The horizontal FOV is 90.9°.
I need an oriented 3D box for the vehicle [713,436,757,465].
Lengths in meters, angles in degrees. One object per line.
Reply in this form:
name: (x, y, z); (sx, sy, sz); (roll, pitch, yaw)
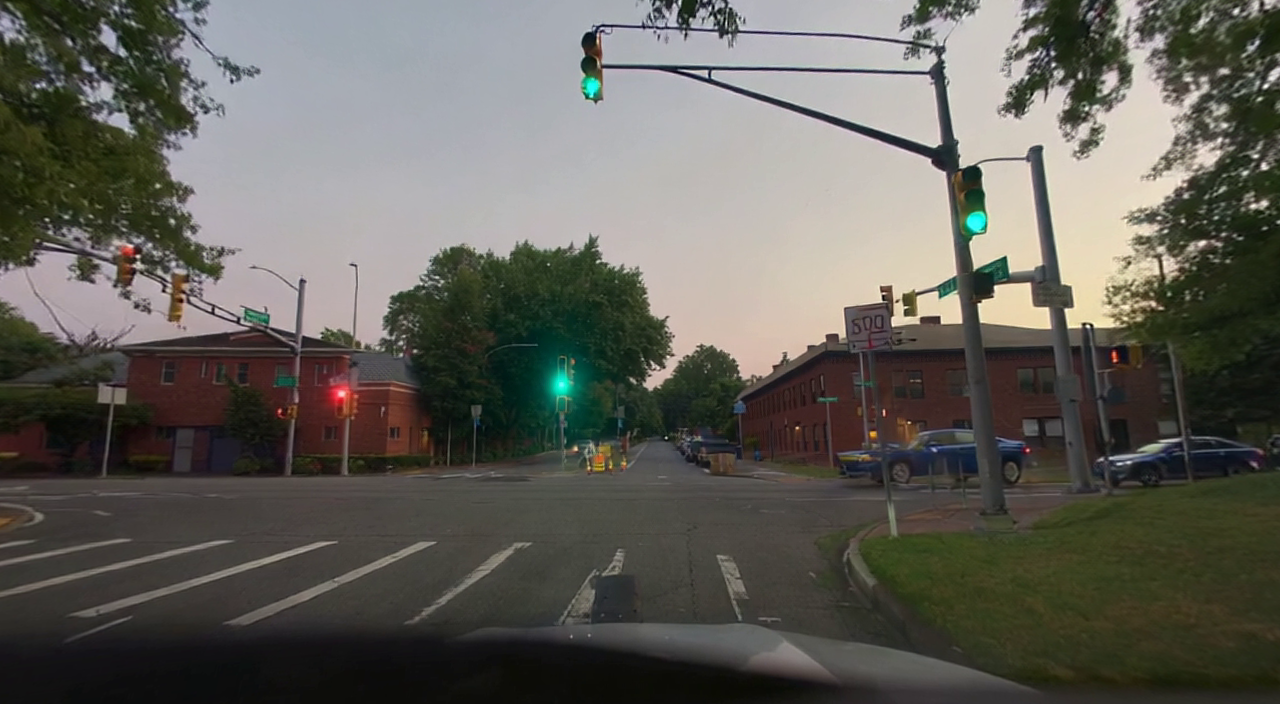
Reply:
vehicle: (6.912, 7.200, 46.170); (1.491, 2.041, 2.964); (6, -9, -35)

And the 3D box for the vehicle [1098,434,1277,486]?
vehicle: (16.806, 3.321, 19.512); (3.876, 1.512, 1.784); (0, -8, -1)

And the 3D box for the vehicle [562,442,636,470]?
vehicle: (-2.445, 6.153, 37.555); (3.991, 1.526, 1.868); (-5, -9, 30)

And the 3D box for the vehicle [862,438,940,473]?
vehicle: (12.406, 5.040, 30.271); (1.922, 1.529, 3.964); (0, -11, -2)
